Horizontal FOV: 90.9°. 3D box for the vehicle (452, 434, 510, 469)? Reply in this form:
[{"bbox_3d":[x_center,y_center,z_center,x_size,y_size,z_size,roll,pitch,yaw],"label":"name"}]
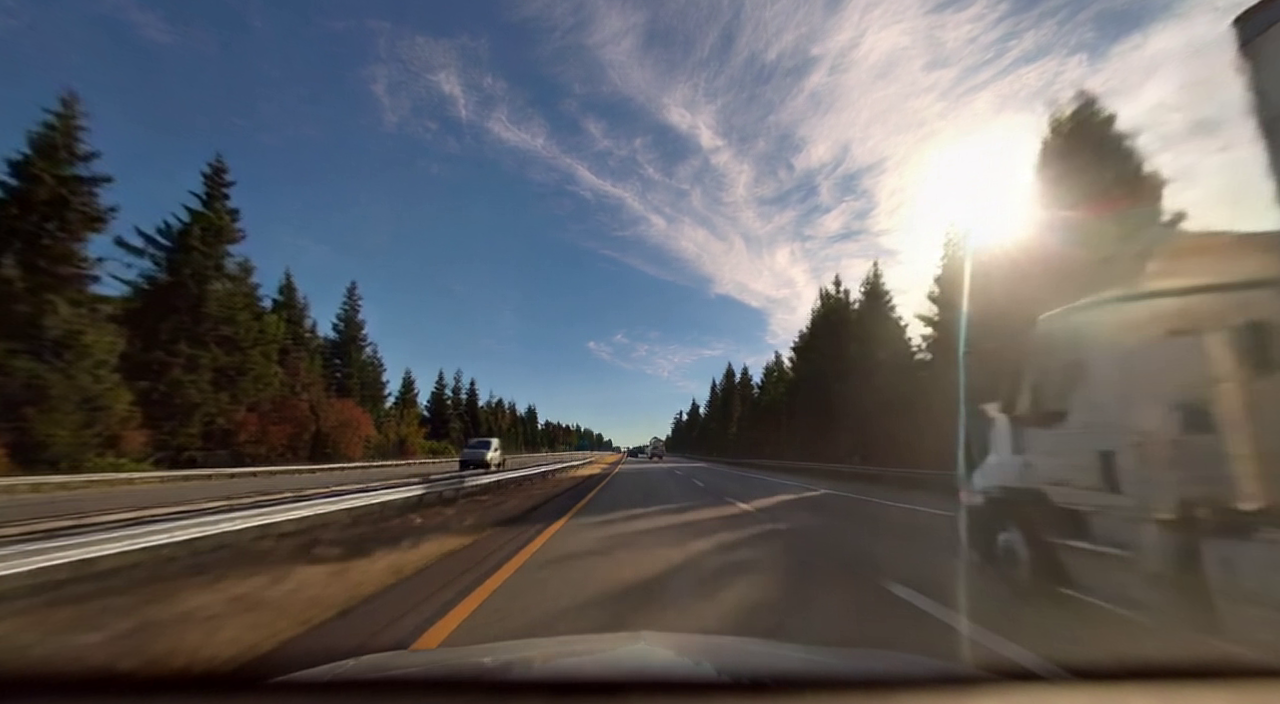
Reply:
[{"bbox_3d":[-8.989,5.710,36.139,2.018,1.875,5.039,0,-9,0],"label":"vehicle"}]

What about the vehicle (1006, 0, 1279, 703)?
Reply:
[{"bbox_3d":[3.889,-0.453,0.880,2.999,3.668,5.909,0,-9,0],"label":"vehicle"}]
